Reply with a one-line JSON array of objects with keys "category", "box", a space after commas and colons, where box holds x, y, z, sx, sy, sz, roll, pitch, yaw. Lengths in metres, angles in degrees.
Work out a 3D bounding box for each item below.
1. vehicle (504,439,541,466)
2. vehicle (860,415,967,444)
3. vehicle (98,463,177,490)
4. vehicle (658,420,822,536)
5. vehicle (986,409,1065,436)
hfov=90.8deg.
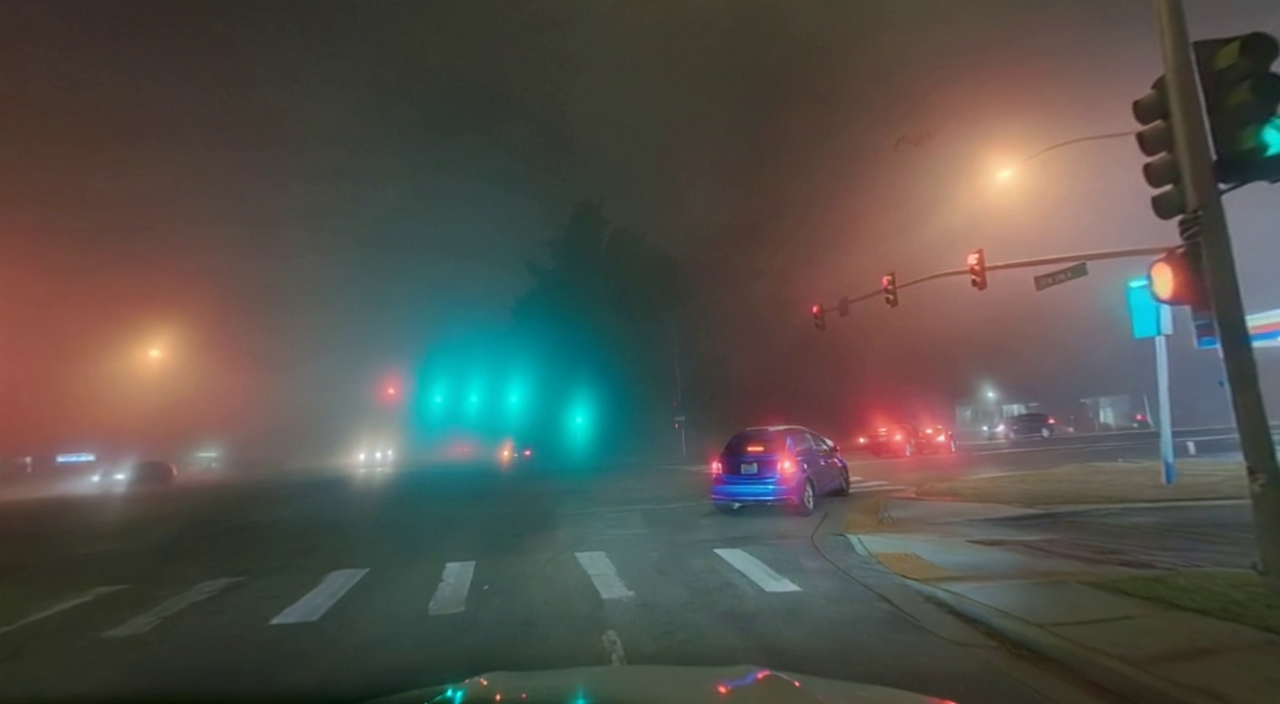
[{"category": "vehicle", "box": [-7.831, 6.710, 42.359, 2.210, 1.722, 4.215, 1, -8, -8]}, {"category": "vehicle", "box": [14.001, 4.020, 32.451, 4.700, 1.417, 1.789, 1, -9, -8]}, {"category": "vehicle", "box": [-32.628, 8.072, 41.202, 1.894, 1.480, 4.710, 1, -8, -9]}, {"category": "vehicle", "box": [1.862, 1.949, 10.440, 1.976, 1.462, 4.342, -3, -9, 18]}, {"category": "vehicle", "box": [24.361, 4.457, 39.960, 3.923, 1.619, 1.817, 1, -8, -9]}]
